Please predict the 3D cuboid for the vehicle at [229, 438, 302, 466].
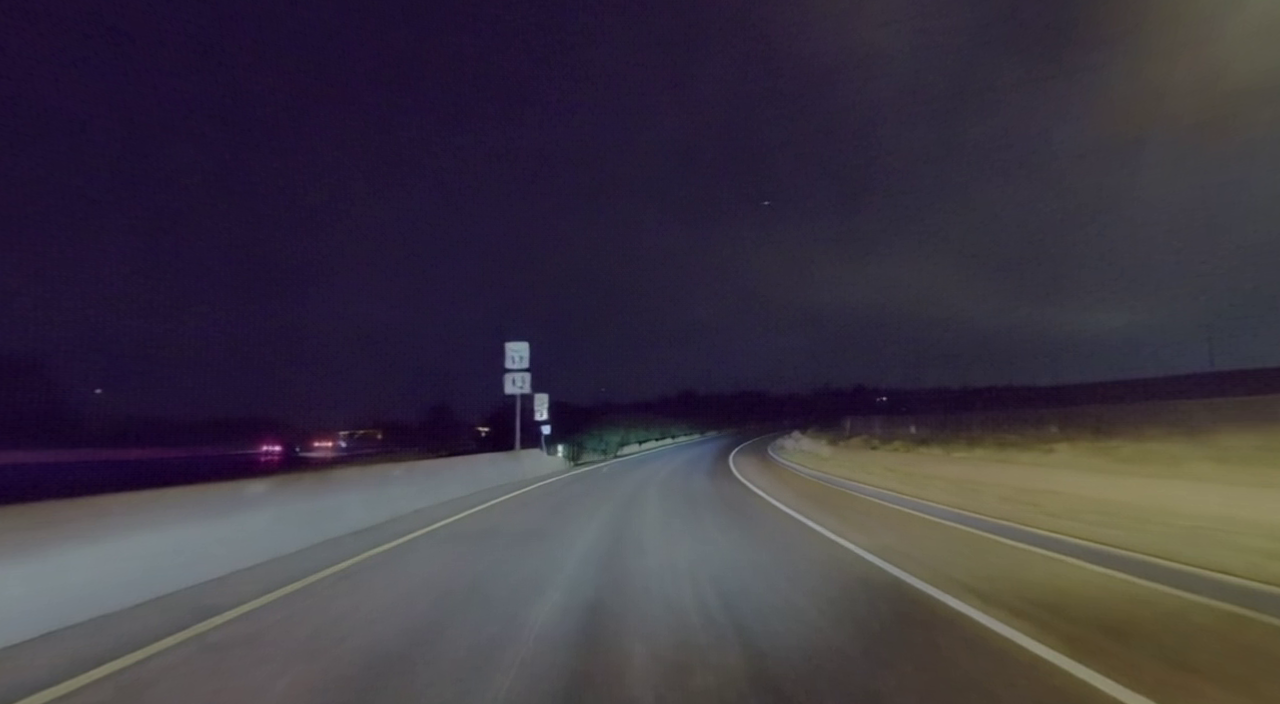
[{"bbox_3d":[-20.990,5.590,35.431,1.895,1.451,4.168,1,-8,-7],"label":"vehicle"}]
